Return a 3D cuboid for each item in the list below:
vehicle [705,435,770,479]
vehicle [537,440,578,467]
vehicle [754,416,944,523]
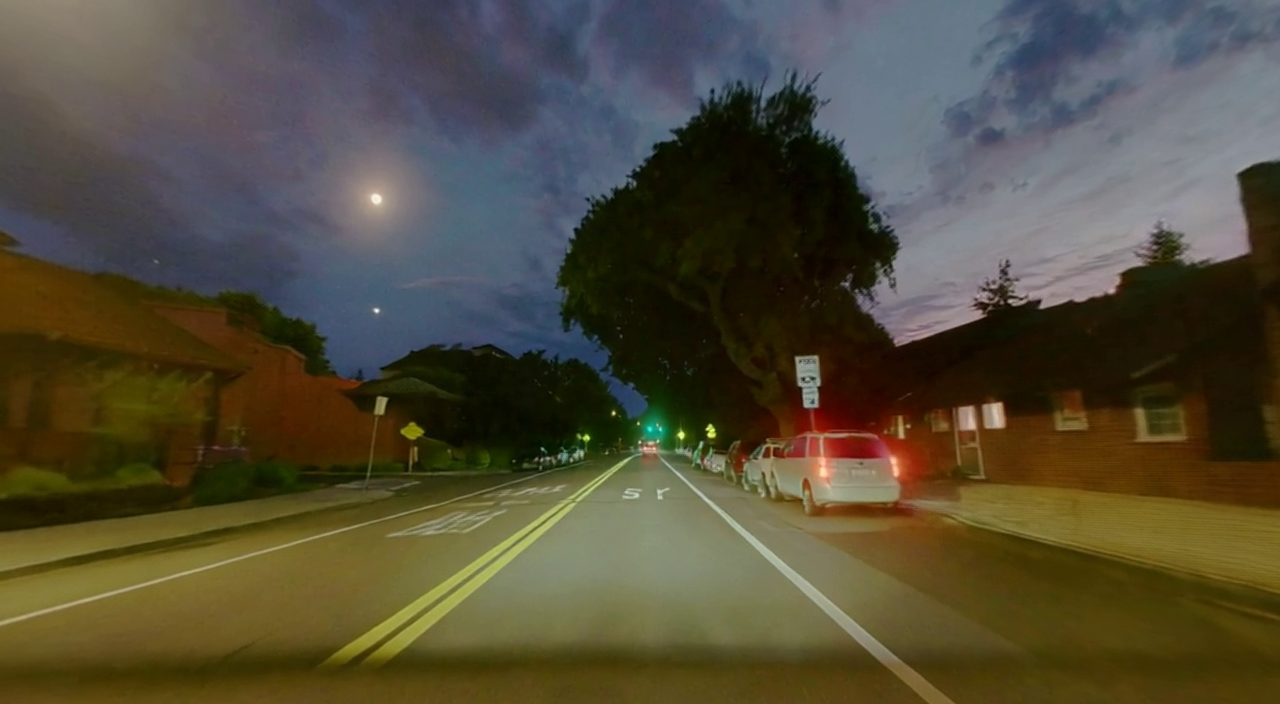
[{"bbox_3d":[4.000,4.382,26.755,1.971,1.665,4.722,0,-8,0],"label":"vehicle"},{"bbox_3d":[-6.180,7.652,47.953,2.252,1.882,5.883,-2,-8,1],"label":"vehicle"},{"bbox_3d":[3.910,2.279,12.849,1.937,1.752,4.574,1,-8,-5],"label":"vehicle"}]
